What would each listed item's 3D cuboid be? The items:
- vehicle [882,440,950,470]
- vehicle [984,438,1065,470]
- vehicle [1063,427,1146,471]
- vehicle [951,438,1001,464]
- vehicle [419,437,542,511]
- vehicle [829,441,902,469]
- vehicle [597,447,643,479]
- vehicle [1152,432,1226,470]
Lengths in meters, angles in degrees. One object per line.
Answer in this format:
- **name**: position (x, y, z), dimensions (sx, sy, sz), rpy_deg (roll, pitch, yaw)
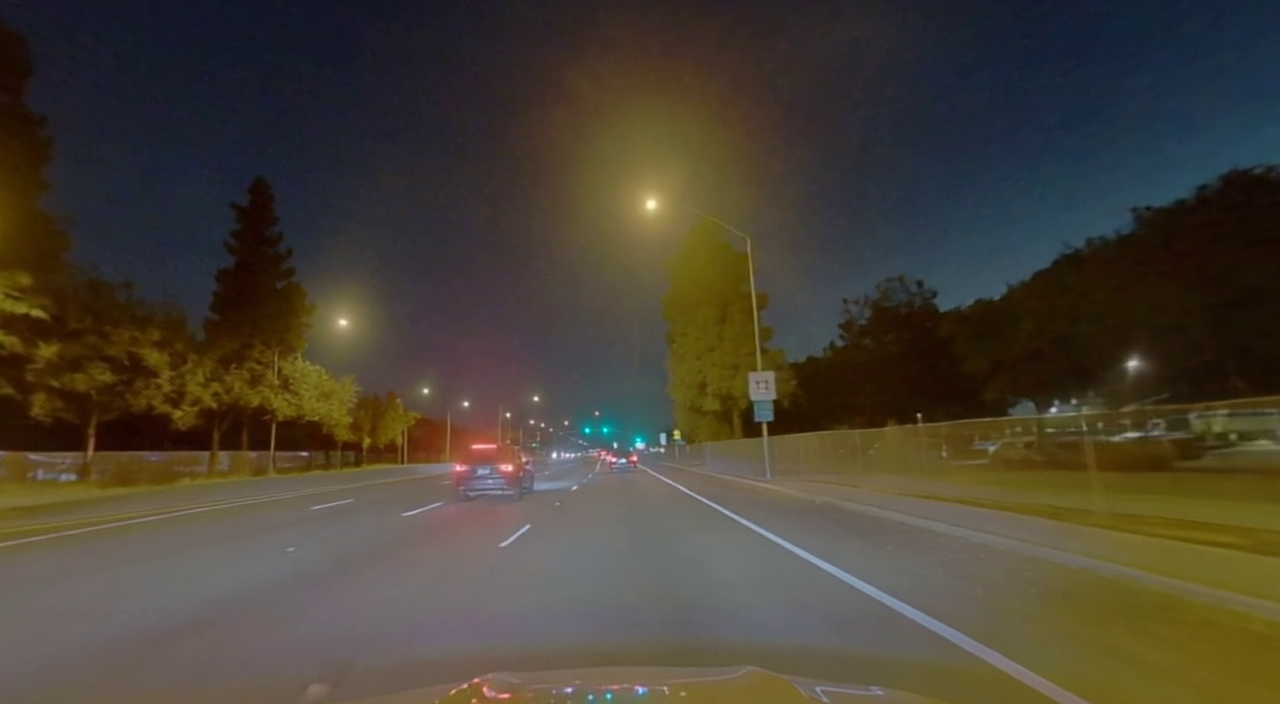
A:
- **vehicle**: position (14.453, 5.345, 32.956), dimensions (2.131, 1.437, 4.325), rpy_deg (-7, -11, 38)
- **vehicle**: position (18.136, 4.757, 29.695), dimensions (4.562, 1.392, 2.048), rpy_deg (8, -12, -44)
- **vehicle**: position (20.646, 4.281, 28.001), dimensions (2.062, 1.703, 4.661), rpy_deg (-13, -14, 43)
- **vehicle**: position (24.107, 7.032, 45.294), dimensions (1.975, 1.729, 4.534), rpy_deg (-6, -10, 42)
- **vehicle**: position (-4.021, 3.140, 16.821), dimensions (2.105, 1.676, 4.541), rpy_deg (0, -8, 0)
- **vehicle**: position (12.757, 5.732, 35.531), dimensions (2.041, 1.459, 4.830), rpy_deg (-8, -11, 42)
- **vehicle**: position (-1.010, 5.477, 31.484), dimensions (2.147, 1.474, 4.083), rpy_deg (0, -8, -2)
- **vehicle**: position (22.602, 4.041, 25.939), dimensions (1.934, 1.423, 4.008), rpy_deg (-8, -12, 43)
